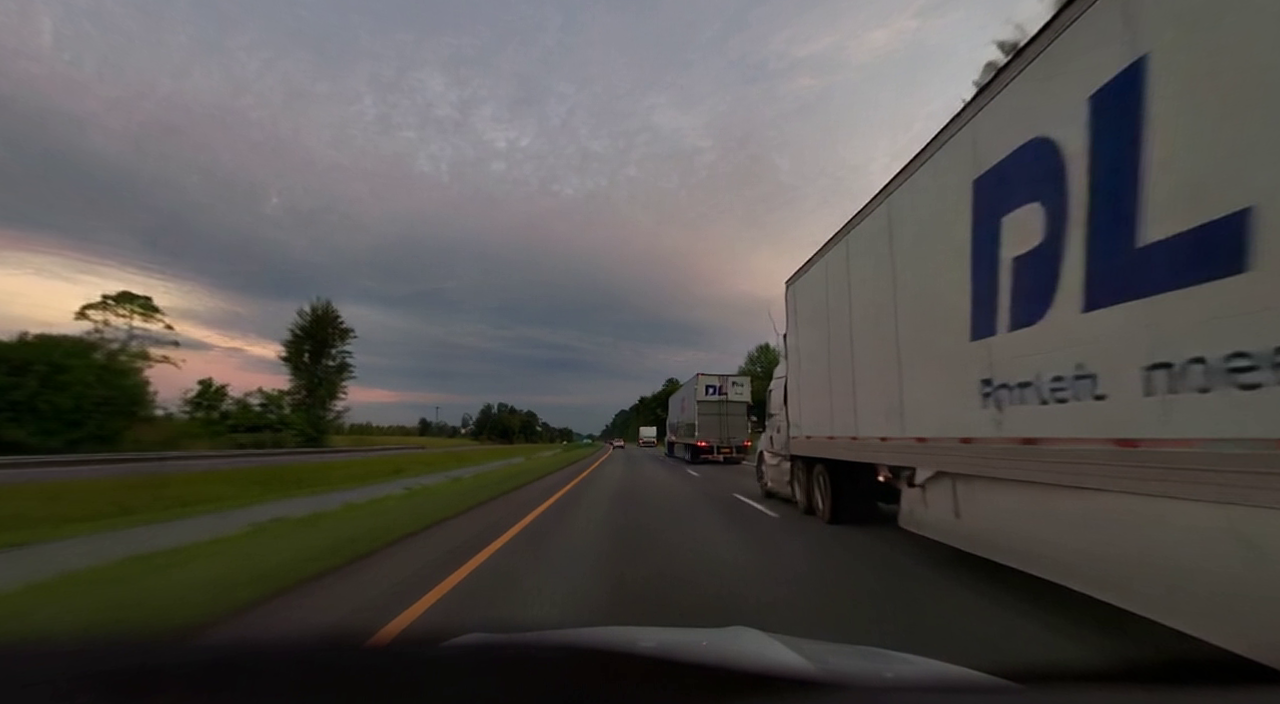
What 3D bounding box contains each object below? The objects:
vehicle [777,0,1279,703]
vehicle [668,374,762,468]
[{"bbox_3d":[3.950,-0.335,3.410,2.863,4.031,14.678,0,-8,-1],"label":"vehicle"},{"bbox_3d":[3.550,3.956,34.298,2.871,4.072,14.183,0,-8,-2],"label":"vehicle"}]
